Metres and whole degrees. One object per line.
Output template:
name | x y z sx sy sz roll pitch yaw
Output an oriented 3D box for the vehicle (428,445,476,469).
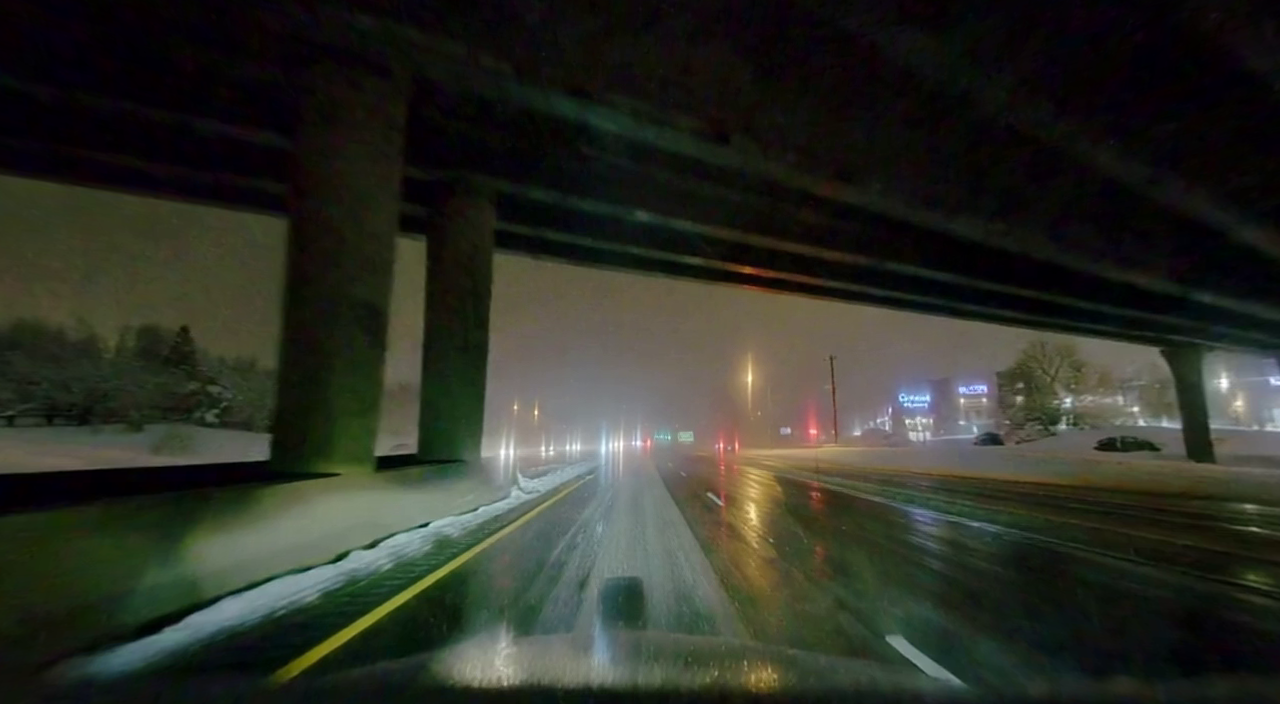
vehicle | -11.598 6.503 39.009 1.894 1.393 3.926 0 -9 -2
